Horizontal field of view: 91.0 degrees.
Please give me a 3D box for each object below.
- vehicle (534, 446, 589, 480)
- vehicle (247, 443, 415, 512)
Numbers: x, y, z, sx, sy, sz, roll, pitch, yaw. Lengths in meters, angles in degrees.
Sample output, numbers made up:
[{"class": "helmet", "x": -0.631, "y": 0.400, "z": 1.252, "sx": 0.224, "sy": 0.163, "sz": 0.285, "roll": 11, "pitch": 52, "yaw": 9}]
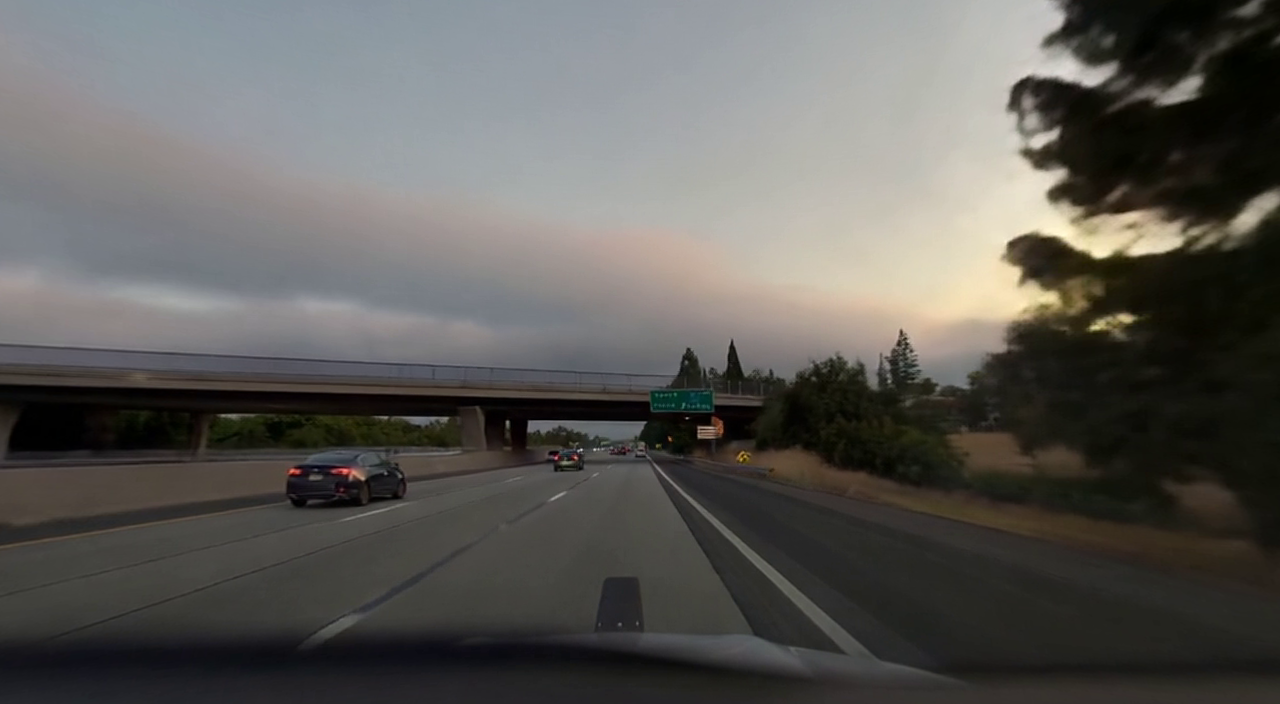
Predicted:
[{"class": "vehicle", "x": -3.857, "y": 5.575, "z": 31.874, "sx": 2.102, "sy": 1.571, "sz": 4.666, "roll": 0, "pitch": -9, "yaw": 1}, {"class": "vehicle", "x": -7.729, "y": 3.169, "z": 16.391, "sx": 2.002, "sy": 1.507, "sz": 4.631, "roll": 0, "pitch": -9, "yaw": 0}]
